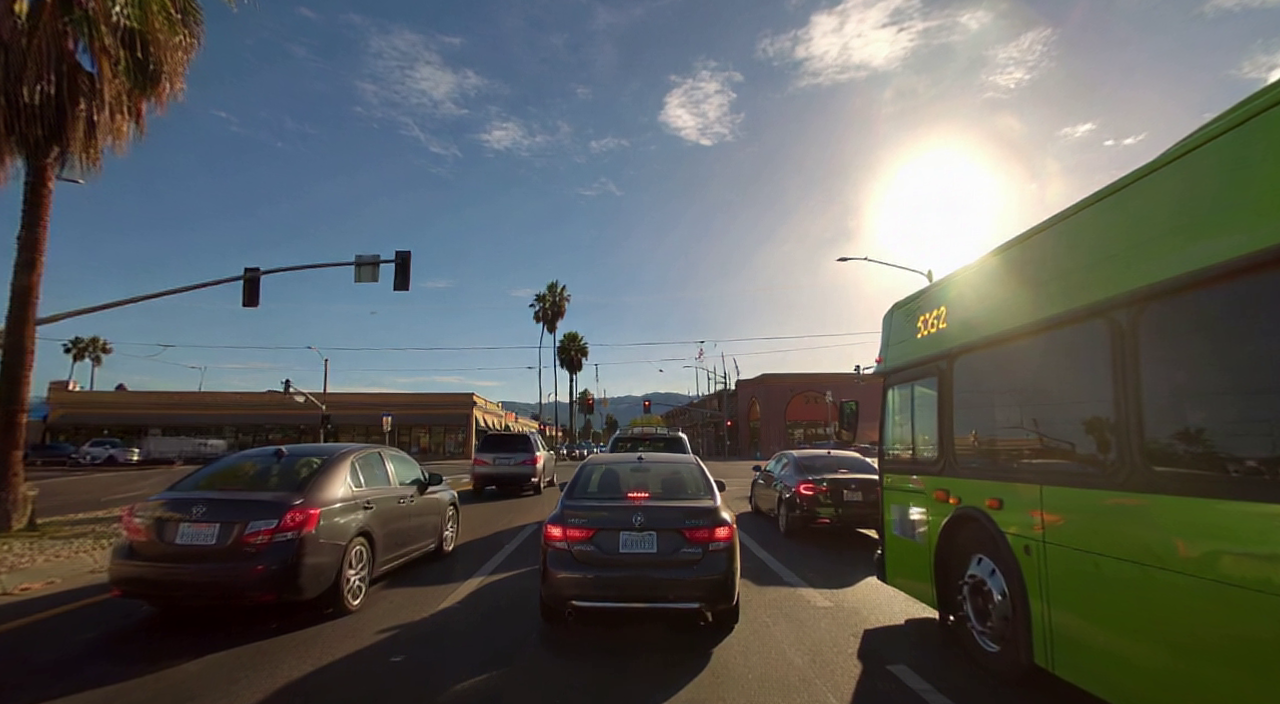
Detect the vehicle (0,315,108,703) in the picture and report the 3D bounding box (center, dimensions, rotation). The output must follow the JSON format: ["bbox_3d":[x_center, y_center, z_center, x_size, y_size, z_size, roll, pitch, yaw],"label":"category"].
[{"bbox_3d":[-3.567,0.469,0.314,2.145,1.824,4.974,0,-9,2],"label":"vehicle"}]

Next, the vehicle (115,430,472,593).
[{"bbox_3d":[-3.627,1.724,7.716,1.919,1.415,4.178,0,-9,1],"label":"vehicle"}]

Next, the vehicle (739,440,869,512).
[{"bbox_3d":[3.720,2.881,15.216,1.989,1.467,4.364,0,-9,1],"label":"vehicle"}]

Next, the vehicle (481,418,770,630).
[{"bbox_3d":[-0.113,1.525,6.516,2.060,1.499,3.831,0,-9,0],"label":"vehicle"}]
